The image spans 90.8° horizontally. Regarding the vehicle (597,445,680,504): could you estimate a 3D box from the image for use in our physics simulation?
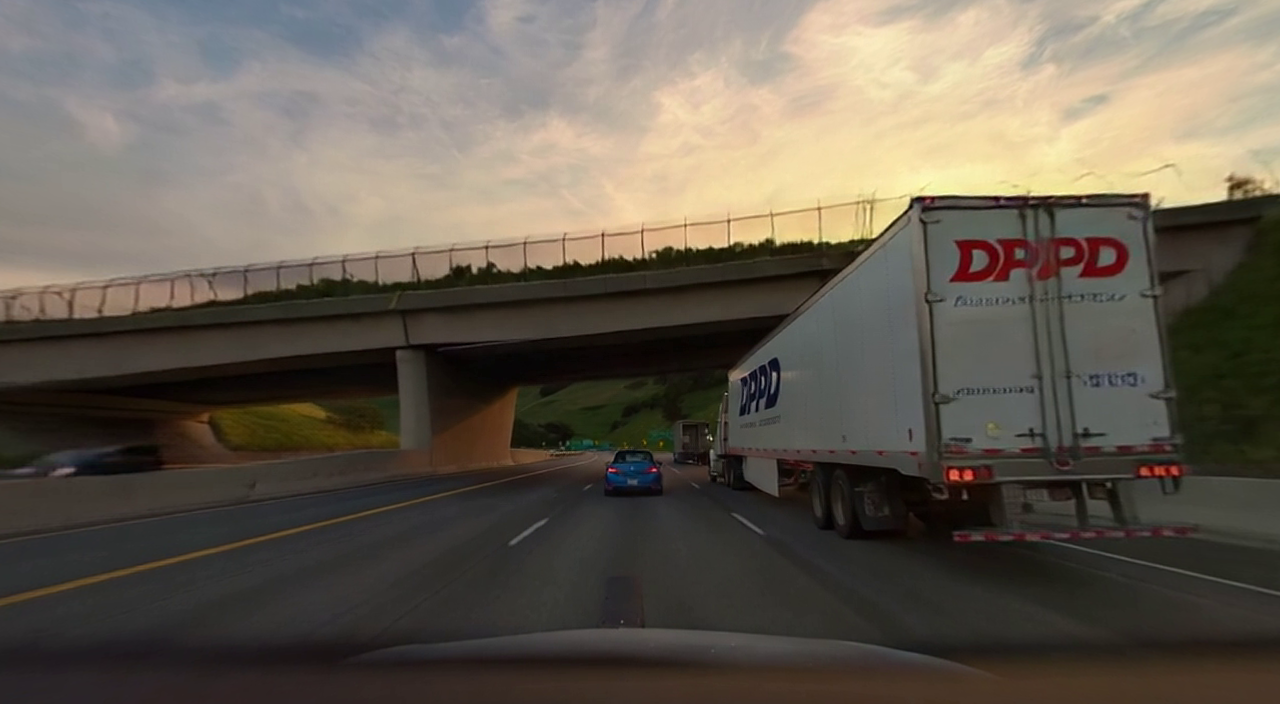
[{"bbox_3d":[-0.041,3.342,17.538,2.029,1.437,3.794,0,-9,0],"label":"vehicle"}]

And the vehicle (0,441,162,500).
[{"bbox_3d":[-17.162,3.538,19.156,1.931,1.569,4.277,0,-9,-1],"label":"vehicle"}]

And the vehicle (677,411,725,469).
[{"bbox_3d":[4.538,6.872,48.692,2.801,4.039,8.684,0,-9,0],"label":"vehicle"}]

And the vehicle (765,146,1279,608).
[{"bbox_3d":[4.166,0.748,9.470,2.802,3.956,8.291,0,-9,0],"label":"vehicle"}]
